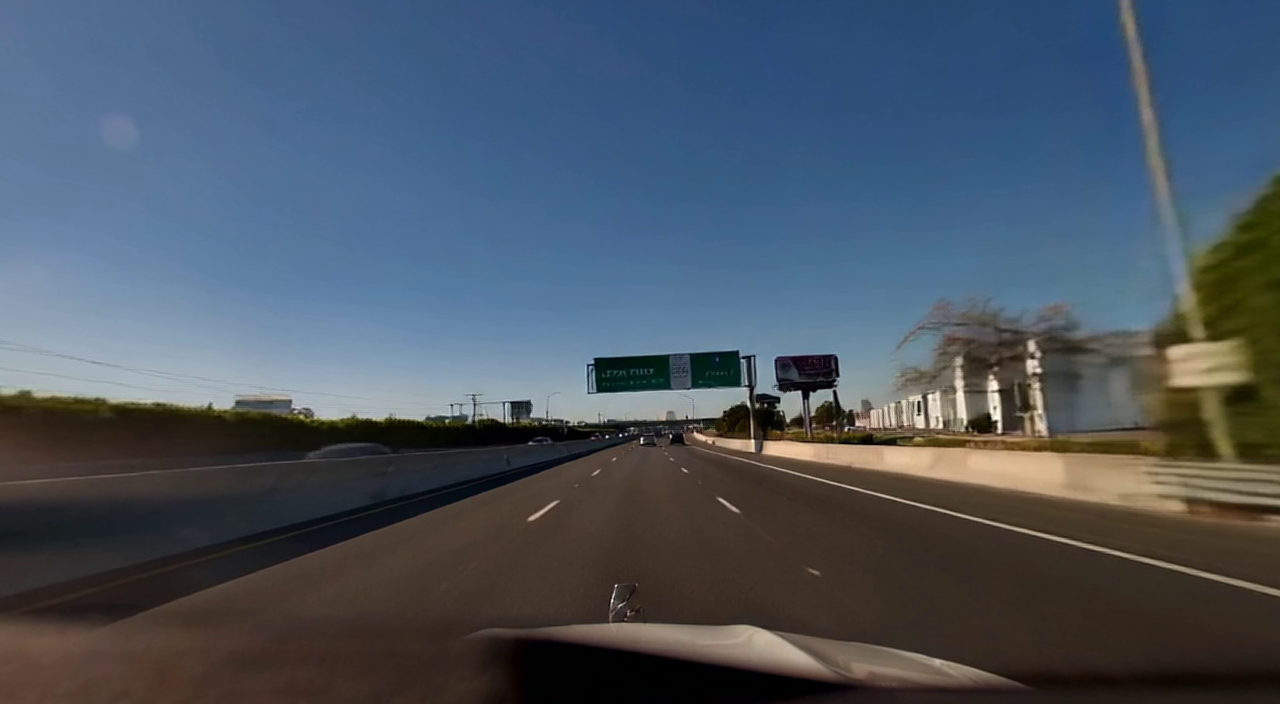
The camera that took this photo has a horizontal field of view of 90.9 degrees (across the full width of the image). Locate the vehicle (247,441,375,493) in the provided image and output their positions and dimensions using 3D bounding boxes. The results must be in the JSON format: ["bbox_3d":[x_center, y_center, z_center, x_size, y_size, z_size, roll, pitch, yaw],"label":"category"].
[{"bbox_3d":[-10.390,3.629,20.318,1.856,1.476,4.095,0,-8,1],"label":"vehicle"}]
